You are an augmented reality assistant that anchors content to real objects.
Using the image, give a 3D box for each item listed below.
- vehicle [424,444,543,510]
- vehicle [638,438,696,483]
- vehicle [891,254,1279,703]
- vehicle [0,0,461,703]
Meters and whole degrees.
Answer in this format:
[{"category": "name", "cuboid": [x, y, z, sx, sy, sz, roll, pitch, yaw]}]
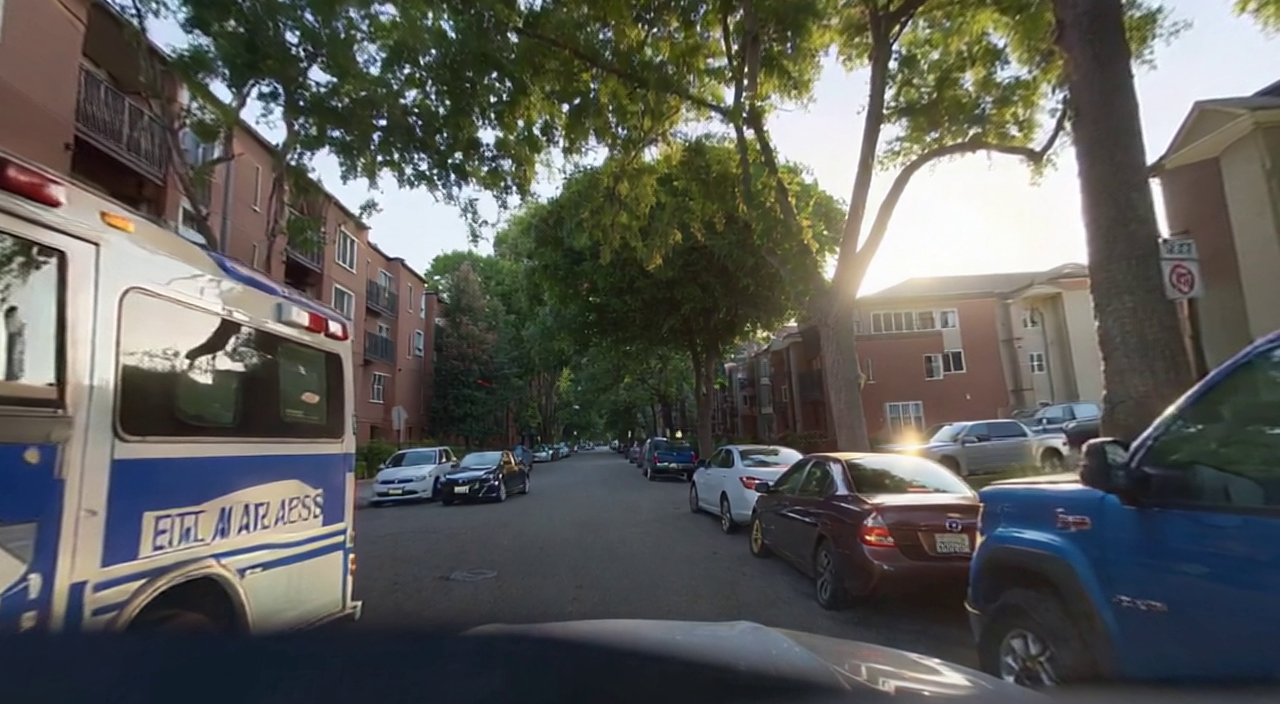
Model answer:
[{"category": "vehicle", "cuboid": [-3.982, 3.230, 16.936, 1.966, 1.515, 4.394, 0, -8, 1]}, {"category": "vehicle", "cuboid": [1.026, 4.425, 26.034, 1.878, 1.664, 4.033, 1, -8, -5]}, {"category": "vehicle", "cuboid": [2.669, 0.534, 0.580, 2.369, 1.761, 5.836, 0, -8, -1]}, {"category": "vehicle", "cuboid": [-2.657, 0.204, 1.326, 2.705, 2.859, 6.875, 0, -8, -2]}]
